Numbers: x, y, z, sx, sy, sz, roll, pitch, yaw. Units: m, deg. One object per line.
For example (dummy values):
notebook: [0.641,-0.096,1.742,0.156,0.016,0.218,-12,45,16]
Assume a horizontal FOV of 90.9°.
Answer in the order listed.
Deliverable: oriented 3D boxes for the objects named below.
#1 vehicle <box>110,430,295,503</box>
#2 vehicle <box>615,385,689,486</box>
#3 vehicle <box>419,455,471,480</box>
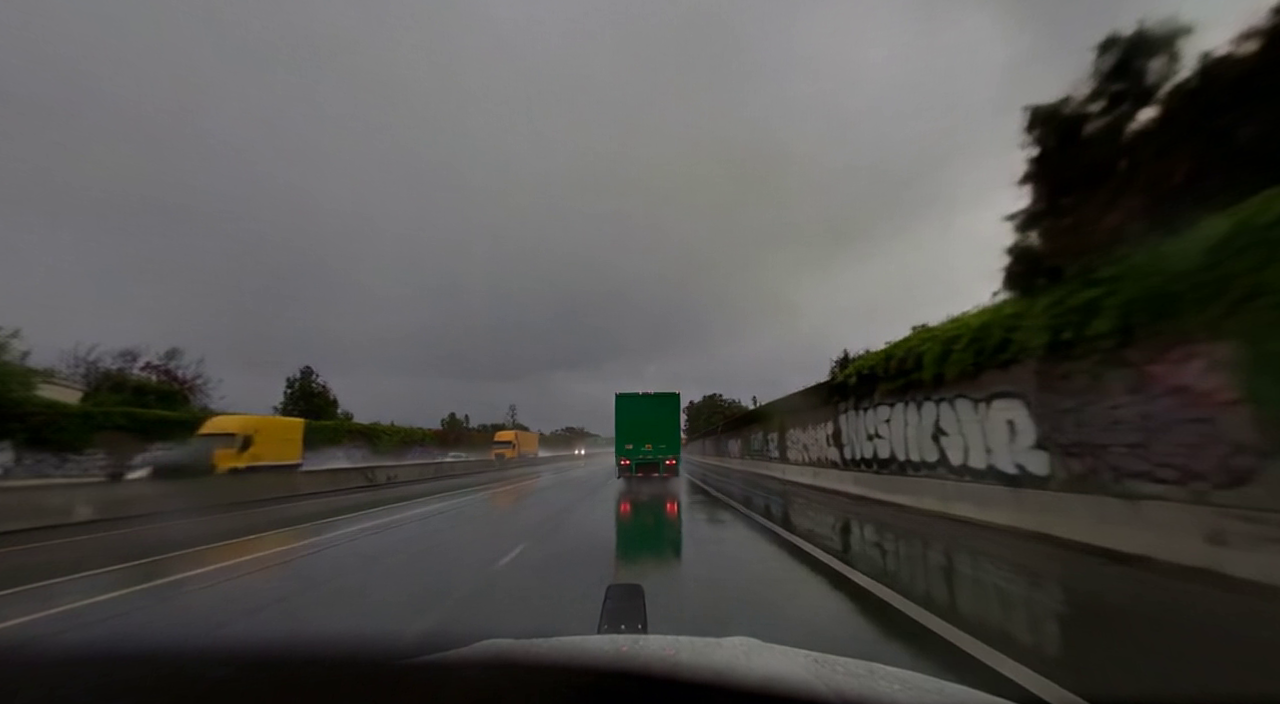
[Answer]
vehicle: [-16.693,4.408,24.785,2.427,2.440,6.745,0,-9,0]
vehicle: [0.372,4.067,29.811,2.900,3.955,10.151,0,-9,-1]
vehicle: [-11.921,7.093,38.822,1.795,1.426,4.297,0,-9,0]
